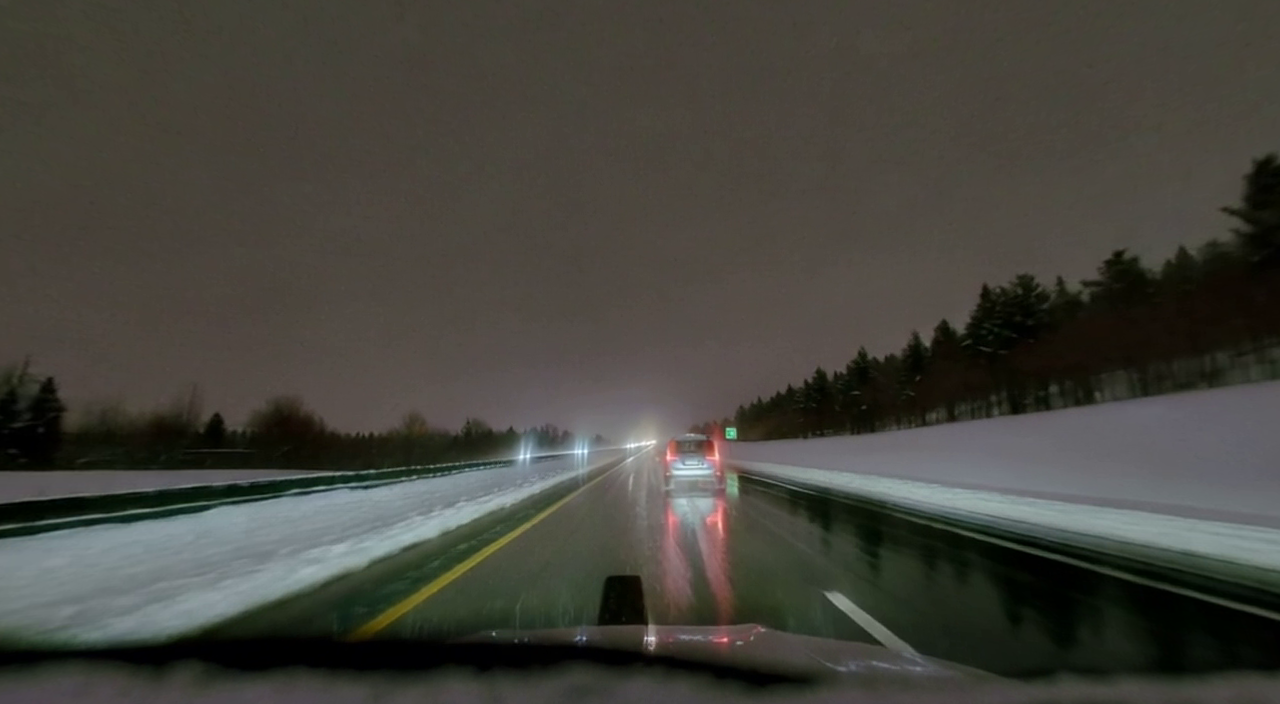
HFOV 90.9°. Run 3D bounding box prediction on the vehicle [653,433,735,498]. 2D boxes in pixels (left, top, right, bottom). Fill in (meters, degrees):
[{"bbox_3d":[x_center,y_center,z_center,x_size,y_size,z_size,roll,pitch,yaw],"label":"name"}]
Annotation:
[{"bbox_3d":[1.506,3.352,19.055,2.143,1.693,4.513,-1,-8,2],"label":"vehicle"}]
